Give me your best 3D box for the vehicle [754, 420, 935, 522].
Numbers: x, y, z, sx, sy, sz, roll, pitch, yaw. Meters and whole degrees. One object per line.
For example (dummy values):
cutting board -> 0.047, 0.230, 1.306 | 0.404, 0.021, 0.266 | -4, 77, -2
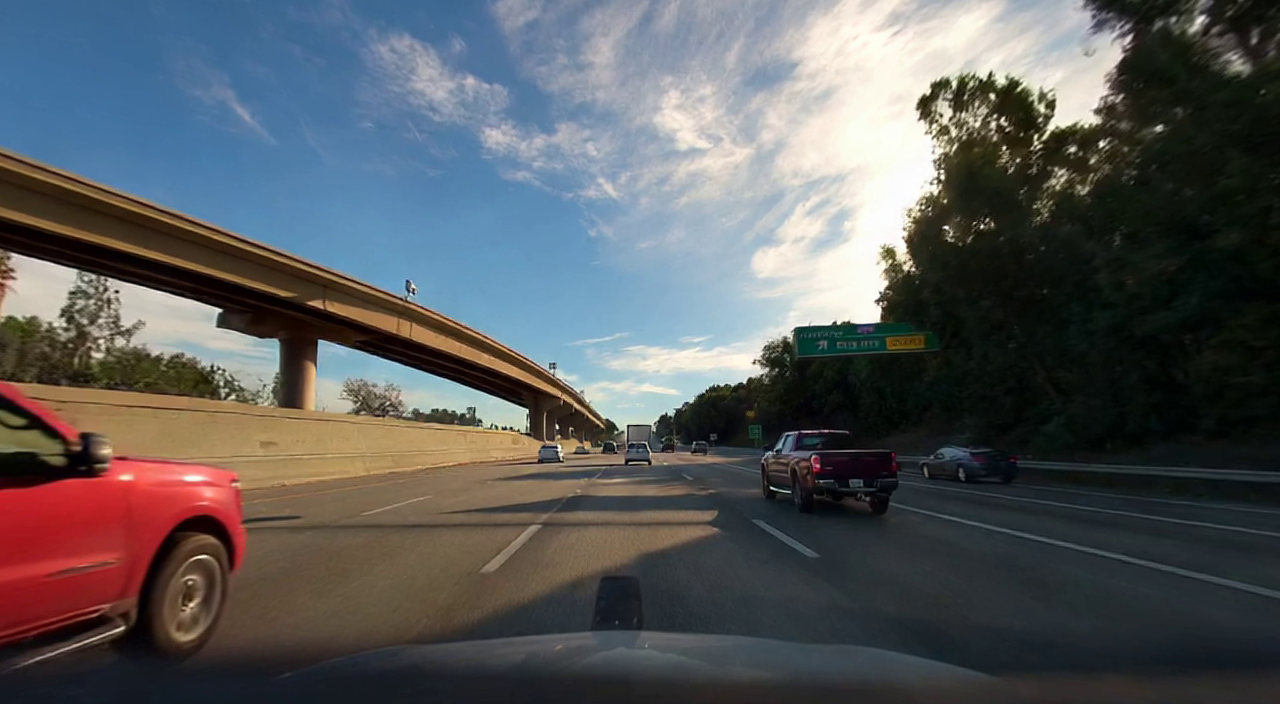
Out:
vehicle -> 3.723, 2.261, 12.428 | 2.119, 1.653, 4.000 | 0, -9, -1

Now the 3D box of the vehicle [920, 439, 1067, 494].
vehicle -> 10.607, 3.439, 19.394 | 1.961, 1.480, 4.331 | 0, -9, 0

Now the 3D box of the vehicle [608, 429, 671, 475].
vehicle -> -0.042, 4.533, 28.777 | 2.572, 1.837, 5.693 | 0, -9, 0

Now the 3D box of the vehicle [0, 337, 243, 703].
vehicle -> -3.731, 0.635, 1.274 | 2.535, 1.715, 5.030 | 0, -9, 1
